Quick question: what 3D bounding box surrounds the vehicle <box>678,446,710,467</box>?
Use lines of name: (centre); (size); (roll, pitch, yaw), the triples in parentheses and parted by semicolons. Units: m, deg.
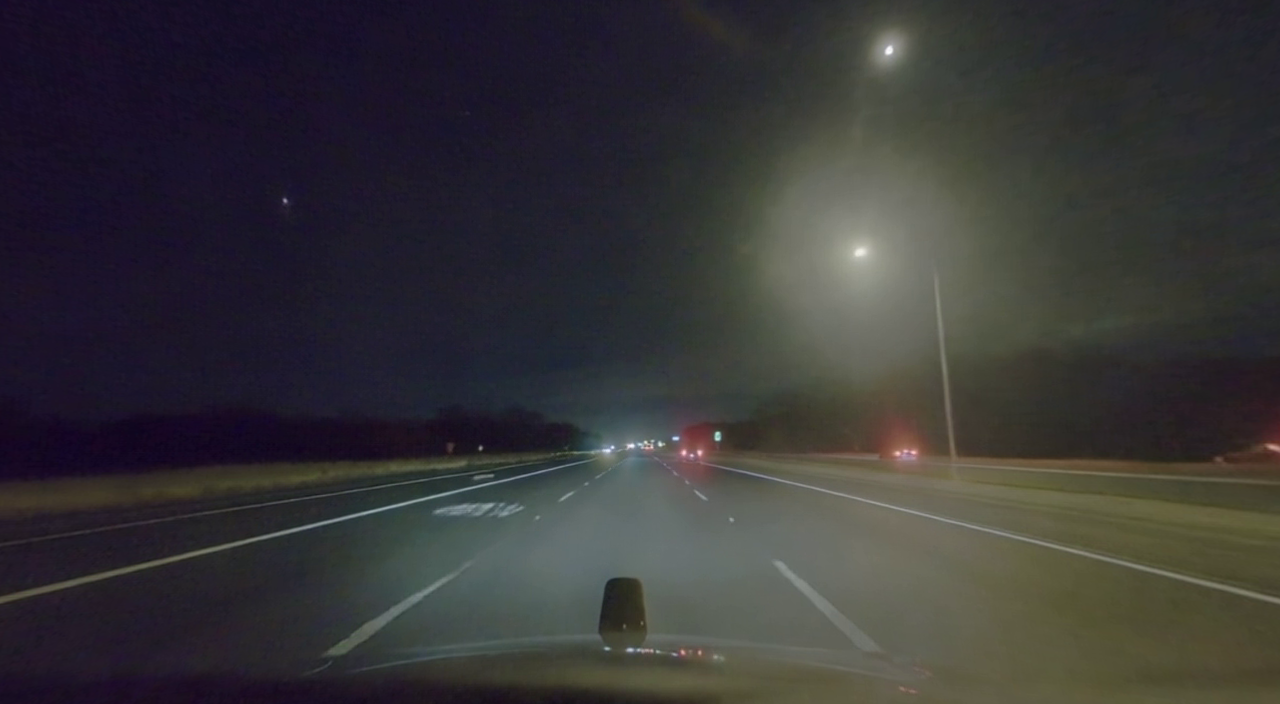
vehicle: (4.075, 7.918, 48.128); (2.003, 1.520, 4.058); (0, -8, 0)
